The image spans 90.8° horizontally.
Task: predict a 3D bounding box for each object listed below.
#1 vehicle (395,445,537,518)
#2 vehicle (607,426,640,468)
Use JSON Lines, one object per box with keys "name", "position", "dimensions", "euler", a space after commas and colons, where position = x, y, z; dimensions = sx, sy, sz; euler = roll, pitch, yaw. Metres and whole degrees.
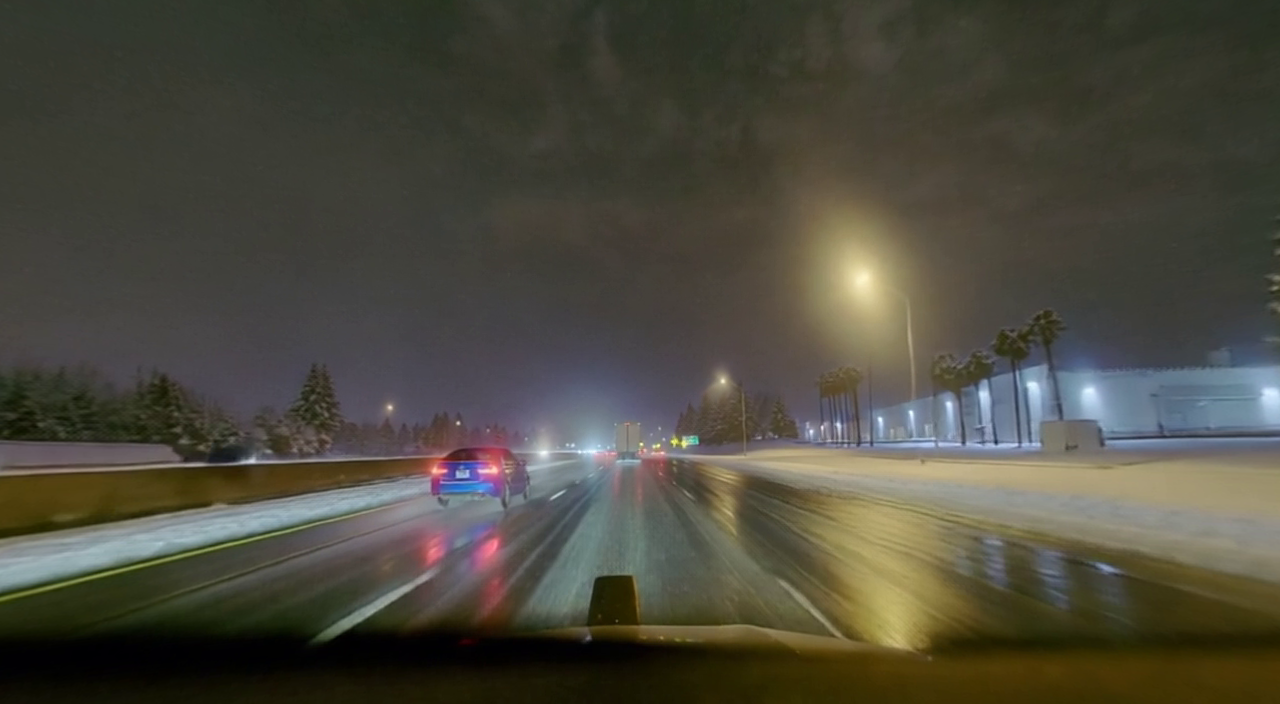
{"name": "vehicle", "position": [-3.850, 2.926, 14.887], "dimensions": [2.097, 1.447, 4.291], "euler": [0, -9, 0]}
{"name": "vehicle", "position": [-1.281, 7.204, 48.115], "dimensions": [2.364, 2.953, 6.495], "euler": [0, -9, -2]}
